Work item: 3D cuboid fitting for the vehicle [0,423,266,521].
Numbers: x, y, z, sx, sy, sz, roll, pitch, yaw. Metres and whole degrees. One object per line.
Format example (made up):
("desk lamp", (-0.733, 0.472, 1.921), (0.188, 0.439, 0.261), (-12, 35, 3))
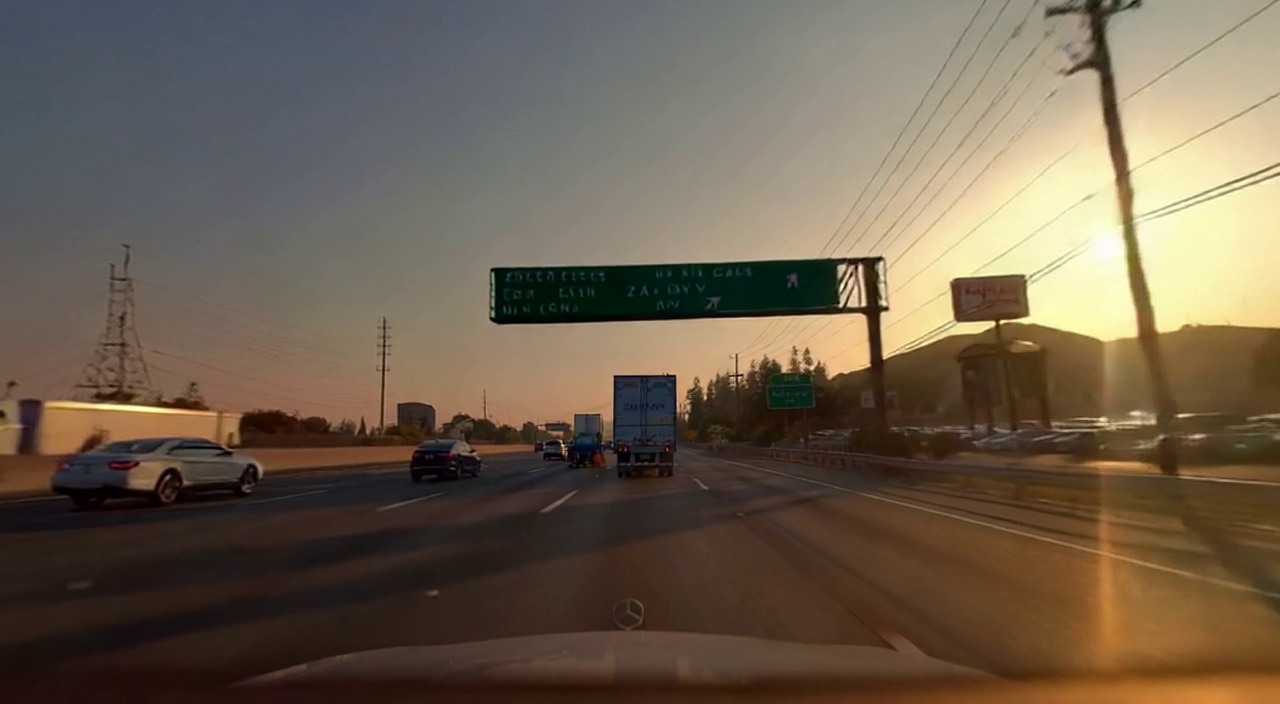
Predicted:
("vehicle", (-10.900, 2.577, 14.068), (2.046, 1.779, 4.752), (0, -9, 2))

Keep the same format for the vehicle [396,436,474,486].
("vehicle", (-7.025, 3.756, 21.931), (1.736, 1.580, 2.778), (0, -9, 0))

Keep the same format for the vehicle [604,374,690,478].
("vehicle", (0.145, 3.291, 26.794), (2.941, 3.604, 9.851), (0, -9, -1))

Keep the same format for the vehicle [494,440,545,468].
("vehicle", (-6.666, 5.701, 35.290), (1.933, 1.459, 4.478), (0, -9, 0))
